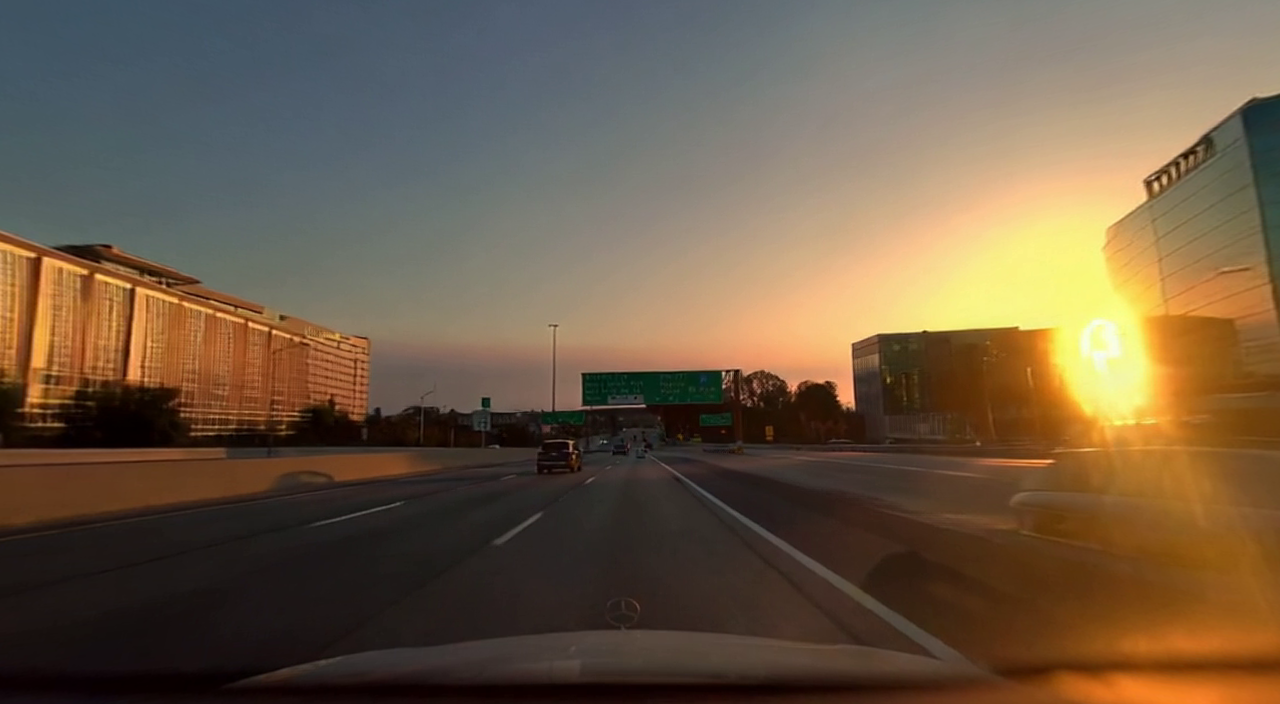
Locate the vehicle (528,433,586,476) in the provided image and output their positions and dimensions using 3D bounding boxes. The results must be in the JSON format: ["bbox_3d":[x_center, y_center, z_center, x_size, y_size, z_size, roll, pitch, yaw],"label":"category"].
[{"bbox_3d":[-3.665,4.617,28.600,2.047,1.786,4.217,0,-8,0],"label":"vehicle"}]
